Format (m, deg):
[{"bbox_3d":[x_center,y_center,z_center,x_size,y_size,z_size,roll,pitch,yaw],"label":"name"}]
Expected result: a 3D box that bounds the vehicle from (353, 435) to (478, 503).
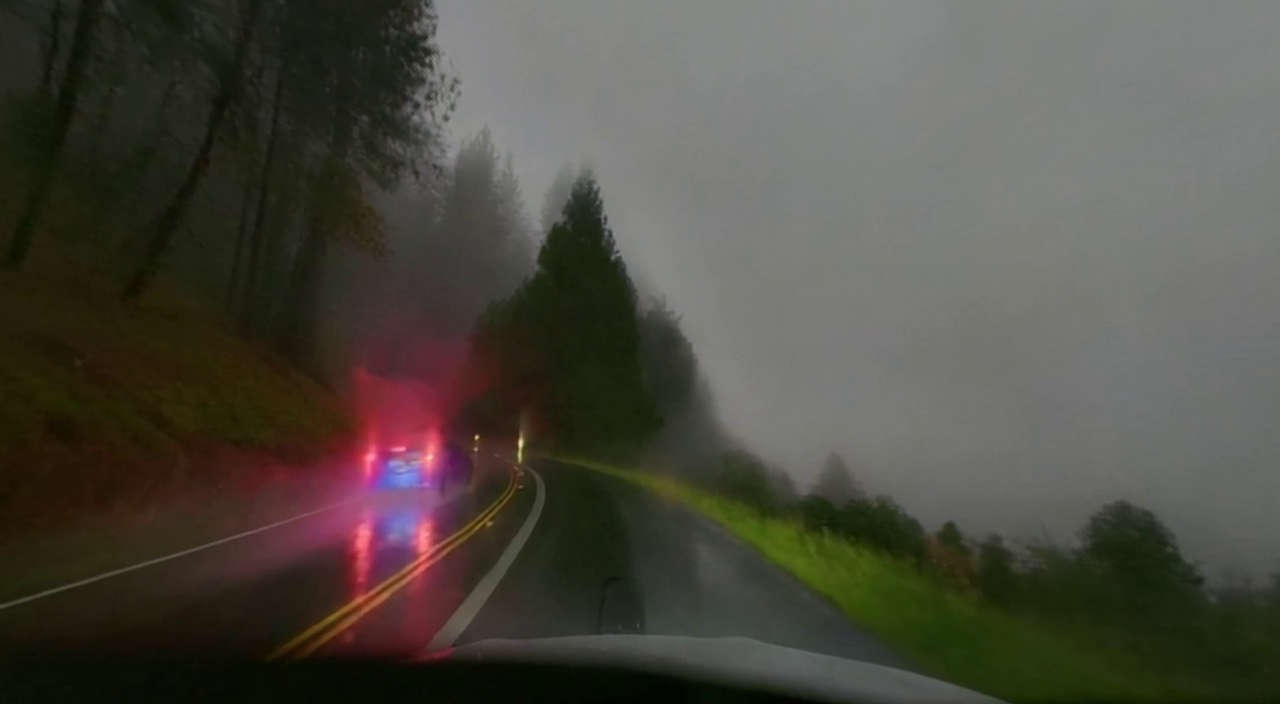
[{"bbox_3d":[-5.526,2.905,16.186,2.042,1.483,4.288,1,-8,-6],"label":"vehicle"}]
